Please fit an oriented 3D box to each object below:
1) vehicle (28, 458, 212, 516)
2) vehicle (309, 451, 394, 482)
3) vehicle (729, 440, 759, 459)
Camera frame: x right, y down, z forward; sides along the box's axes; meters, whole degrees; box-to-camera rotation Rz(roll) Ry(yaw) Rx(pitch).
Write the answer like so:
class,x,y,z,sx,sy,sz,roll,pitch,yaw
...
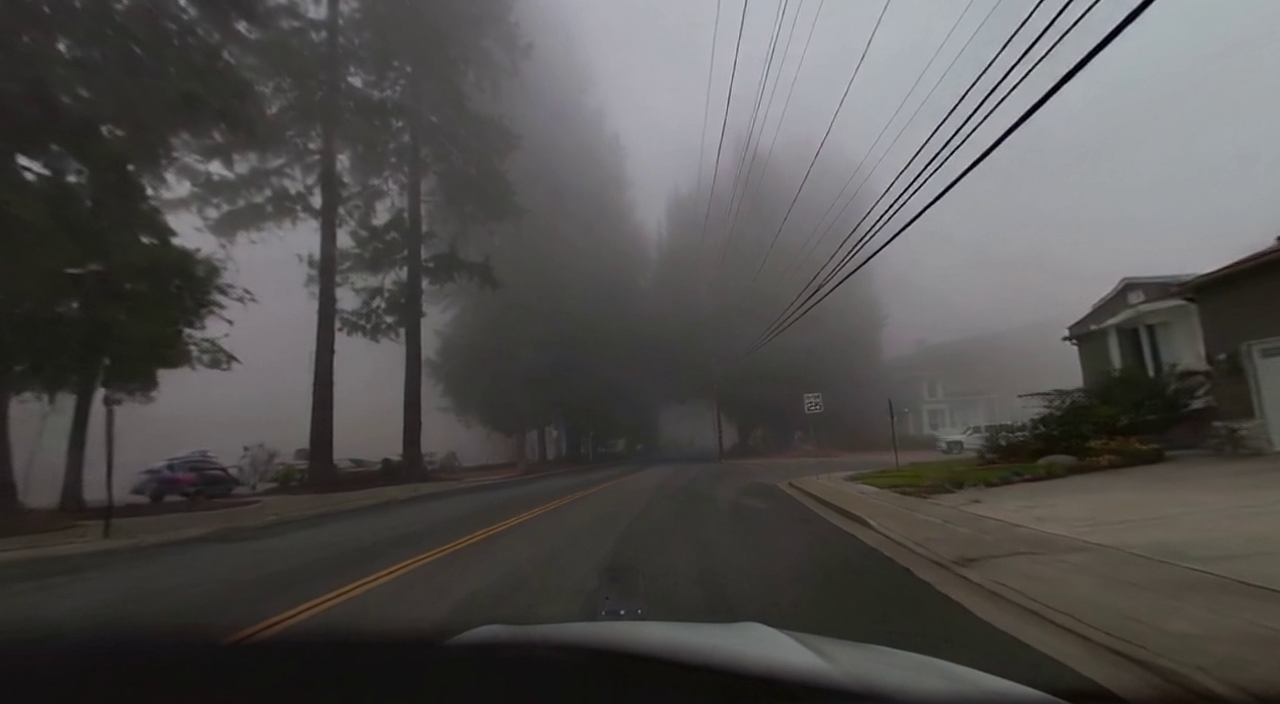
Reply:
class,x,y,z,sx,sy,sz,roll,pitch,yaw
vehicle,-18.022,4.656,22.252,4.675,1.442,1.906,-1,-7,-27
vehicle,-16.070,6.403,35.444,4.123,1.603,1.906,3,-9,-20
vehicle,8.057,7.590,49.190,1.990,1.435,4.526,-1,-8,6
